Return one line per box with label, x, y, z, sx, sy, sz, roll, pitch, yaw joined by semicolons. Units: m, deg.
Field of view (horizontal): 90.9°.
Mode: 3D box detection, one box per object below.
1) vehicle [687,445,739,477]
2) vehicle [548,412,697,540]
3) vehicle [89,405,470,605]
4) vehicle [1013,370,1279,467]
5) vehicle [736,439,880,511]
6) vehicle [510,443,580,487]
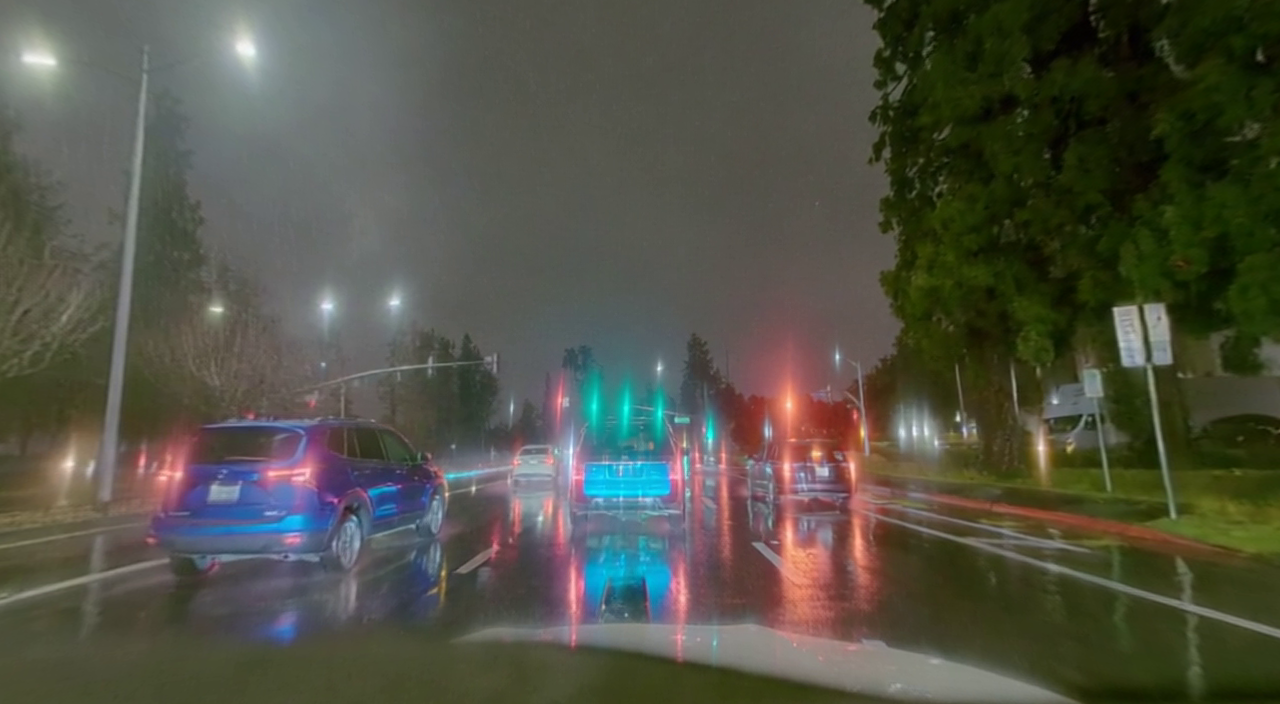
vehicle;3.528;5.299;31.068;1.996;1.443;4.270;0;-8;-1
vehicle;-0.251;2.107;11.349;2.132;1.816;4.471;0;-8;0
vehicle;-3.716;1.643;7.661;2.039;1.709;4.265;0;-8;1
vehicle;17.825;2.400;22.397;7.314;3.230;2.680;0;-8;-1
vehicle;3.890;2.934;15.608;2.036;1.480;4.659;0;-8;-3
vehicle;-3.420;4.135;23.407;1.897;1.479;4.204;0;-8;1
